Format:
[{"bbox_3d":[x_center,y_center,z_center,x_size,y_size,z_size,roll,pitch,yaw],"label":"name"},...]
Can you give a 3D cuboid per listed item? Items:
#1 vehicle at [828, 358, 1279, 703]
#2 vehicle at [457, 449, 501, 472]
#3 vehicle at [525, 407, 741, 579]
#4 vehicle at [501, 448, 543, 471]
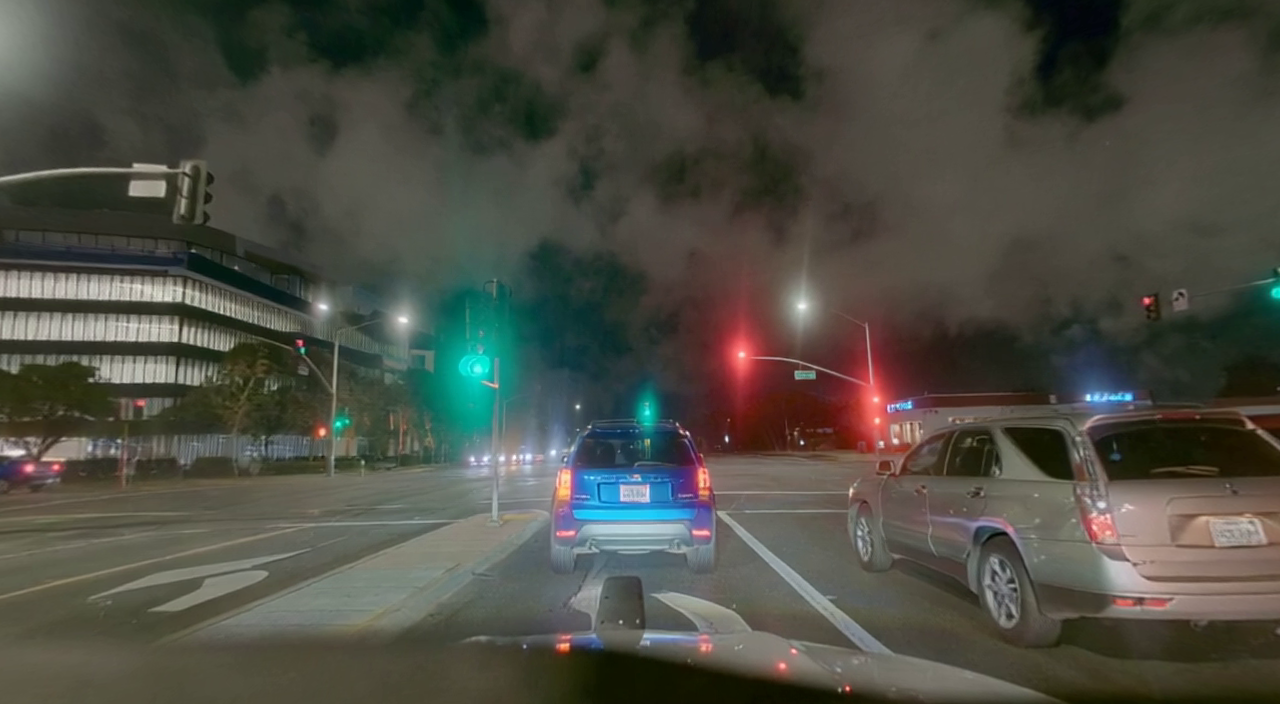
[{"bbox_3d":[3.208,1.186,5.004,2.040,1.674,4.455,0,-9,0],"label":"vehicle"},{"bbox_3d":[-11.808,7.979,46.672,2.005,1.596,4.342,-1,-9,1],"label":"vehicle"},{"bbox_3d":[-0.116,1.795,8.859,2.238,1.762,4.445,0,-9,-1],"label":"vehicle"},{"bbox_3d":[-8.517,7.793,45.978,2.163,1.529,4.210,0,-9,1],"label":"vehicle"}]
